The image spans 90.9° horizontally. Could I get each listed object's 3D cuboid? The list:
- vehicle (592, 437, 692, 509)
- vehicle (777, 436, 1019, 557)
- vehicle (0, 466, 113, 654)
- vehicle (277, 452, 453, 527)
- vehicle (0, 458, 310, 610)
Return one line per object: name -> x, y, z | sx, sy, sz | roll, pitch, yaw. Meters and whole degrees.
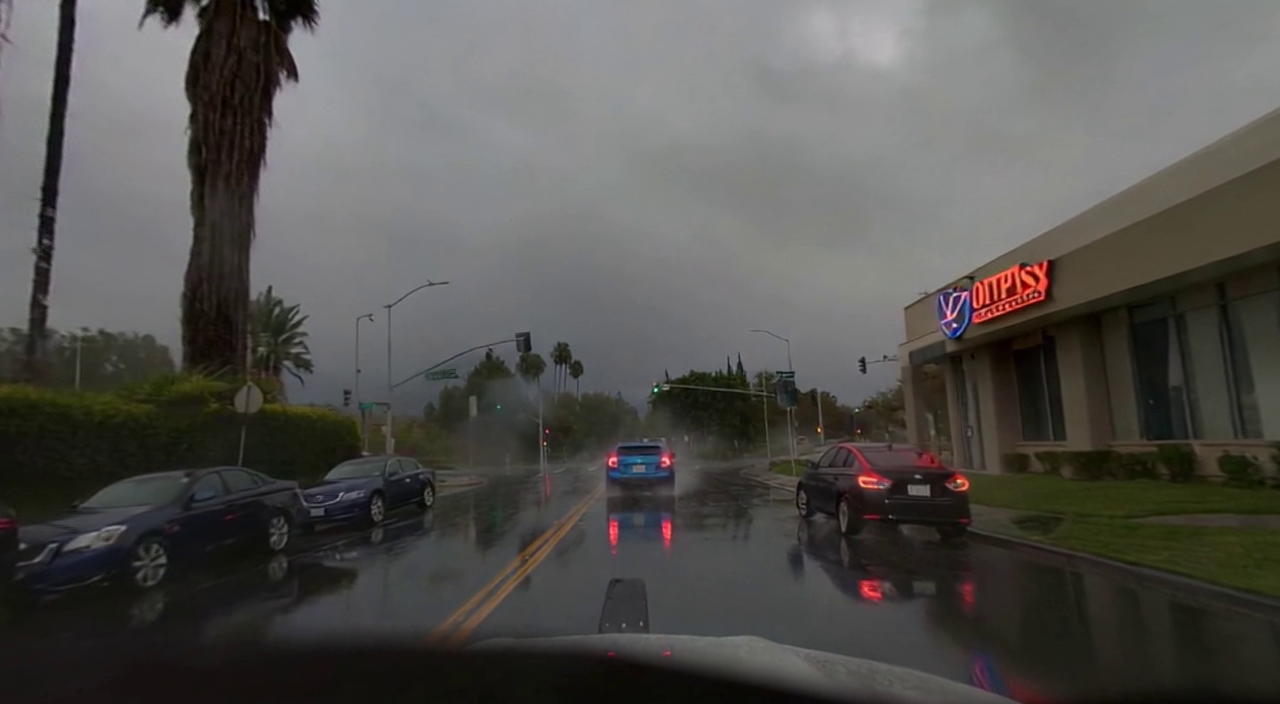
vehicle -> 0.044, 2.802, 15.099 | 2.060, 1.452, 4.078 | 0, -8, 0
vehicle -> 3.550, 2.043, 9.739 | 1.821, 1.417, 4.454 | 0, -8, 0
vehicle -> -6.179, 1.543, 3.946 | 1.850, 1.482, 4.454 | 0, -8, 1
vehicle -> -6.376, 3.207, 15.392 | 2.105, 1.469, 4.693 | 0, -8, 1
vehicle -> -6.453, 2.243, 8.617 | 1.775, 1.479, 3.879 | 0, -8, 0
